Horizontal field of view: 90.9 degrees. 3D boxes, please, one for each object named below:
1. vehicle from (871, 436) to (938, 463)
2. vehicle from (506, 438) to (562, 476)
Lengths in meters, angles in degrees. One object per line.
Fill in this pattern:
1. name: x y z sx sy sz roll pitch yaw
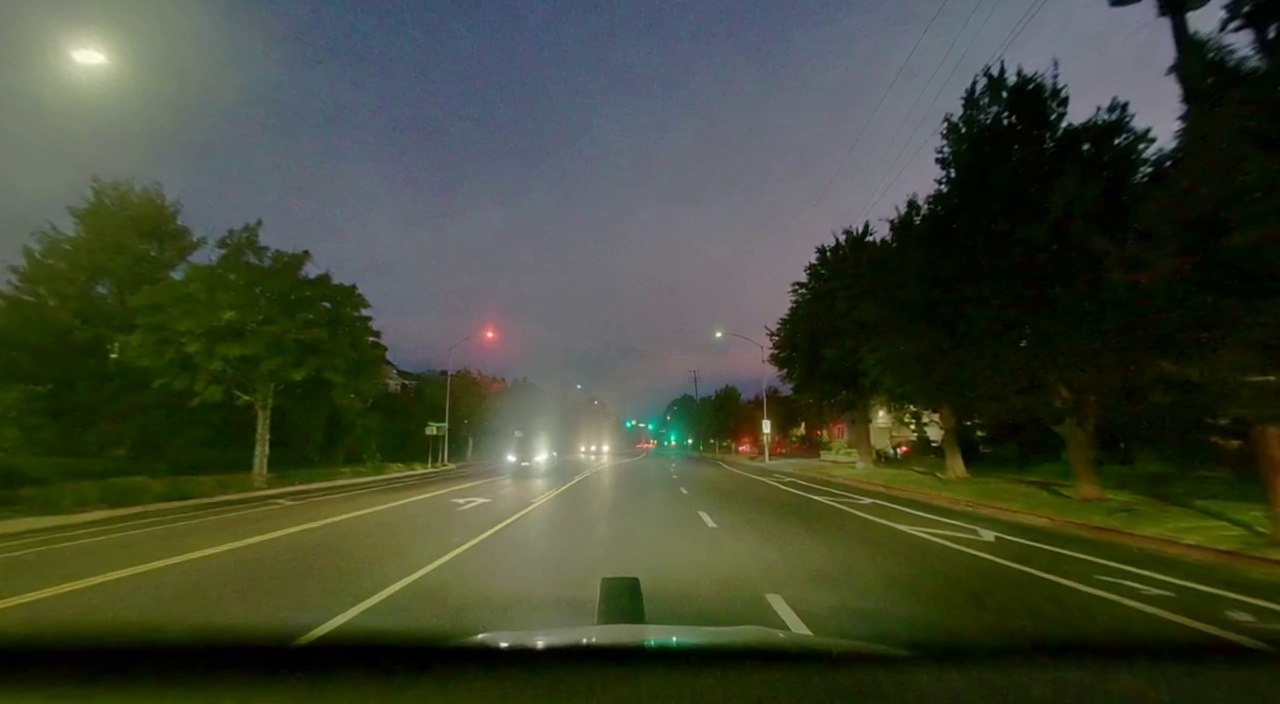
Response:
1. vehicle: 16.086 5.964 38.568 1.901 1.547 4.411 0 -9 -4
2. vehicle: -4.568 4.571 27.666 1.774 1.525 3.897 0 -9 0
